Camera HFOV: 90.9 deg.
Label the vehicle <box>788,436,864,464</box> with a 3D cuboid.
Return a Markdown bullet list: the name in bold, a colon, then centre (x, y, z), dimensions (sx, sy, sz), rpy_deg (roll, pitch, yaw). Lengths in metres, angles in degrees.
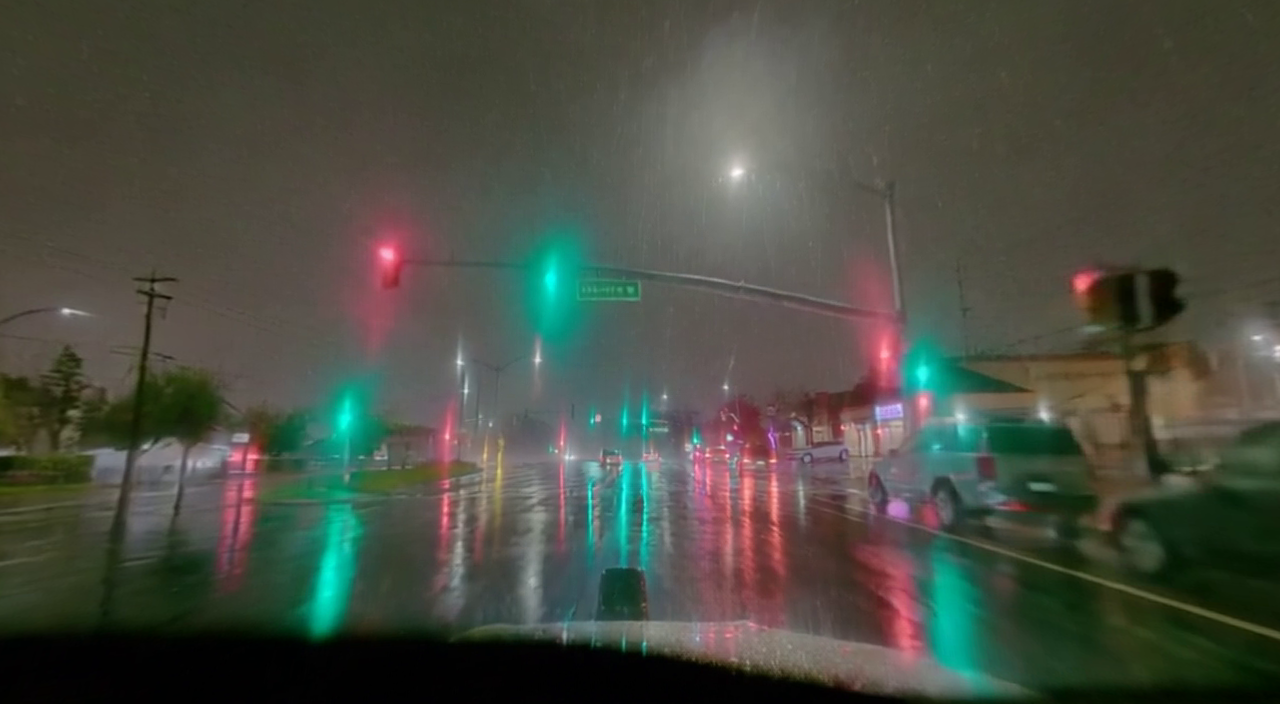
- **vehicle**: centre (12.890, 6.833, 43.899), dimensions (4.571, 1.827, 2.260), rpy_deg (1, -9, -1)

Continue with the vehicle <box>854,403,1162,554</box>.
- **vehicle**: centre (5.870, 2.083, 11.189), dimensions (2.182, 2.019, 5.247), rpy_deg (0, -8, -1)

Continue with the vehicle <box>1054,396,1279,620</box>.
- **vehicle**: centre (5.717, 1.149, 4.589), dimensions (1.845, 1.664, 5.285), rpy_deg (0, -8, 0)

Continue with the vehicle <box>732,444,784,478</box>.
- **vehicle**: centre (6.110, 5.660, 33.011), dimensions (1.955, 1.679, 3.890), rpy_deg (0, -8, 0)
